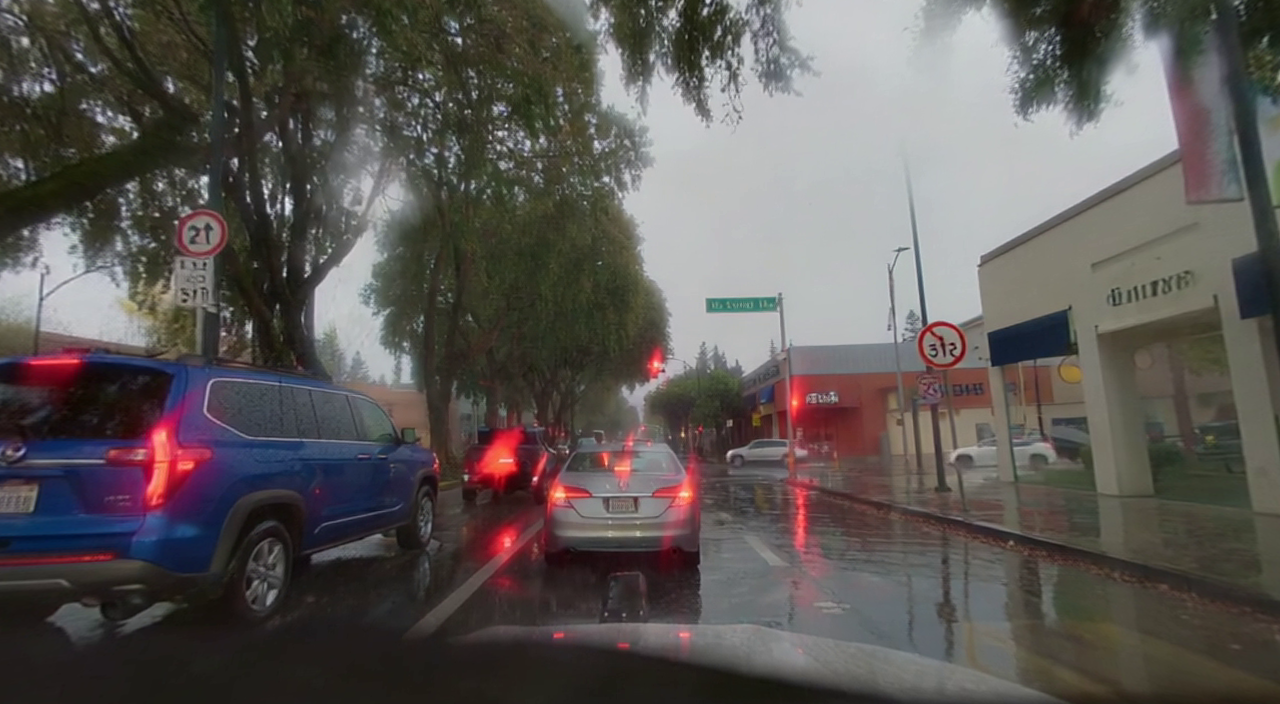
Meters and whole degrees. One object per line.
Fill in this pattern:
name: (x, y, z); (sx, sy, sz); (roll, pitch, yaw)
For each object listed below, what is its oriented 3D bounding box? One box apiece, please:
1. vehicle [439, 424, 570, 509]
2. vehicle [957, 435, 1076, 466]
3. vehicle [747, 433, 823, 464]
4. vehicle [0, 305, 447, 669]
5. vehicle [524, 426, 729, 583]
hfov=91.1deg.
vehicle: (-2.927, 2.595, 14.599); (2.047, 1.664, 4.148); (0, -8, 1)
vehicle: (18.992, 5.021, 31.909); (4.809, 1.476, 1.845); (-3, -9, 16)
vehicle: (8.517, 5.680, 36.846); (4.116, 1.719, 2.069); (-3, -9, 18)
vehicle: (-3.814, 1.132, 6.236); (2.152, 2.118, 5.066); (0, -8, 0)
vehicle: (-0.164, 1.778, 8.182); (1.966, 1.481, 4.146); (0, -8, -1)
